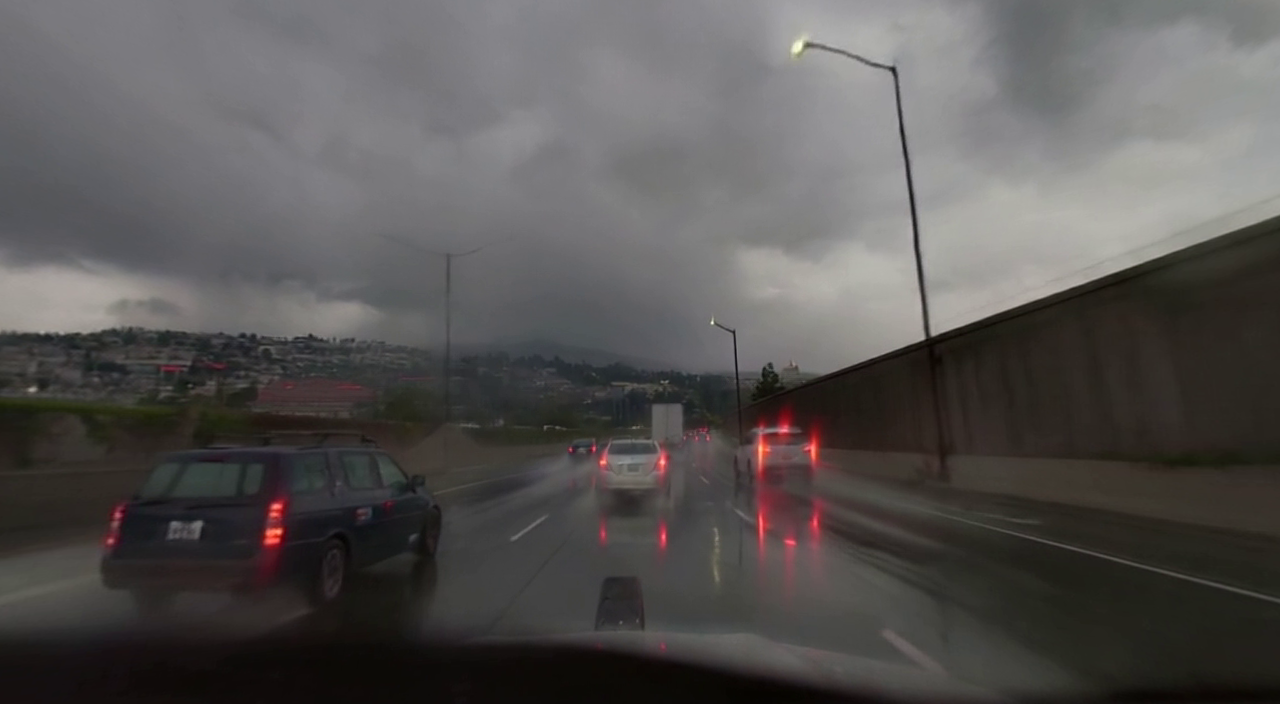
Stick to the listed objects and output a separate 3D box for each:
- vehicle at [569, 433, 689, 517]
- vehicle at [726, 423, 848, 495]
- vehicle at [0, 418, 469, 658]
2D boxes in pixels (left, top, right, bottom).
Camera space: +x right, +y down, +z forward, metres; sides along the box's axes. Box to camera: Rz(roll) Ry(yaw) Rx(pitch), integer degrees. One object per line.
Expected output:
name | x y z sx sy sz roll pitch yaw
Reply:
vehicle | -0.165 2.490 13.286 2.136 1.470 3.971 -1 -9 1
vehicle | 3.766 2.849 17.159 2.166 1.666 4.618 0 -9 0
vehicle | -3.601 1.541 6.516 2.130 1.474 5.027 -1 -9 2
